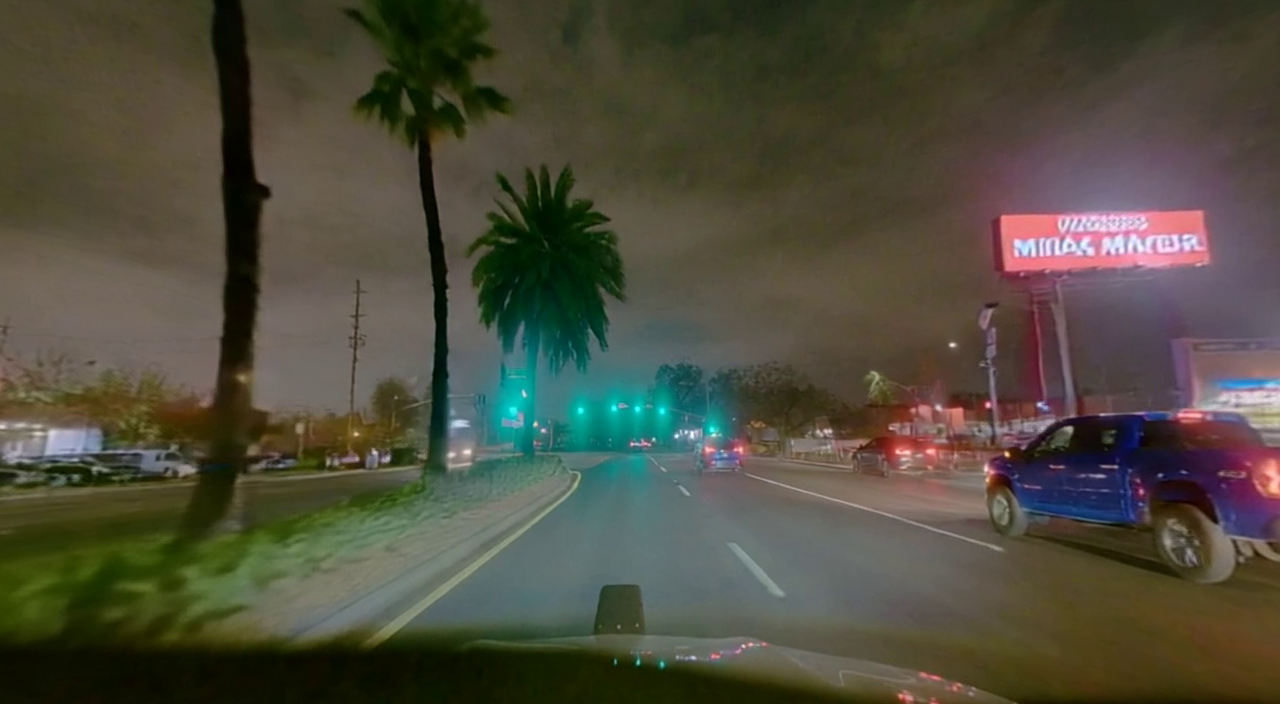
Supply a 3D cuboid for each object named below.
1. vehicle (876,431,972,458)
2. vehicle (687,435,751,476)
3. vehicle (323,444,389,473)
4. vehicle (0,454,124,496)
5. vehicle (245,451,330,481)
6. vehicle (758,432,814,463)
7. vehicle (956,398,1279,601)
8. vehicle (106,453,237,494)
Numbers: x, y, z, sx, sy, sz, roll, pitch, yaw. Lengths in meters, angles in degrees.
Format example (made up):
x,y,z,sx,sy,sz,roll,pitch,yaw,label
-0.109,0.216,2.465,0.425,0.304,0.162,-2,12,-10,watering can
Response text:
x,y,z,sx,sy,sz,roll,pitch,yaw,label
19.852,6.491,44.259,5.804,1.683,2.529,-6,-9,28,vehicle
3.143,4.232,26.063,1.889,1.541,4.303,0,-8,-2,vehicle
-19.172,7.179,42.957,2.066,1.825,5.291,0,-8,0,vehicle
-24.320,5.011,26.083,1.899,1.499,4.911,0,-8,-1,vehicle
-19.454,6.283,35.171,1.871,1.519,5.002,0,-8,0,vehicle
10.170,6.735,44.631,2.417,2.061,5.980,0,-8,-1,vehicle
6.166,1.519,7.351,2.140,1.606,5.437,0,-8,0,vehicle
-19.389,5.027,26.490,1.900,1.481,4.684,0,-8,0,vehicle
